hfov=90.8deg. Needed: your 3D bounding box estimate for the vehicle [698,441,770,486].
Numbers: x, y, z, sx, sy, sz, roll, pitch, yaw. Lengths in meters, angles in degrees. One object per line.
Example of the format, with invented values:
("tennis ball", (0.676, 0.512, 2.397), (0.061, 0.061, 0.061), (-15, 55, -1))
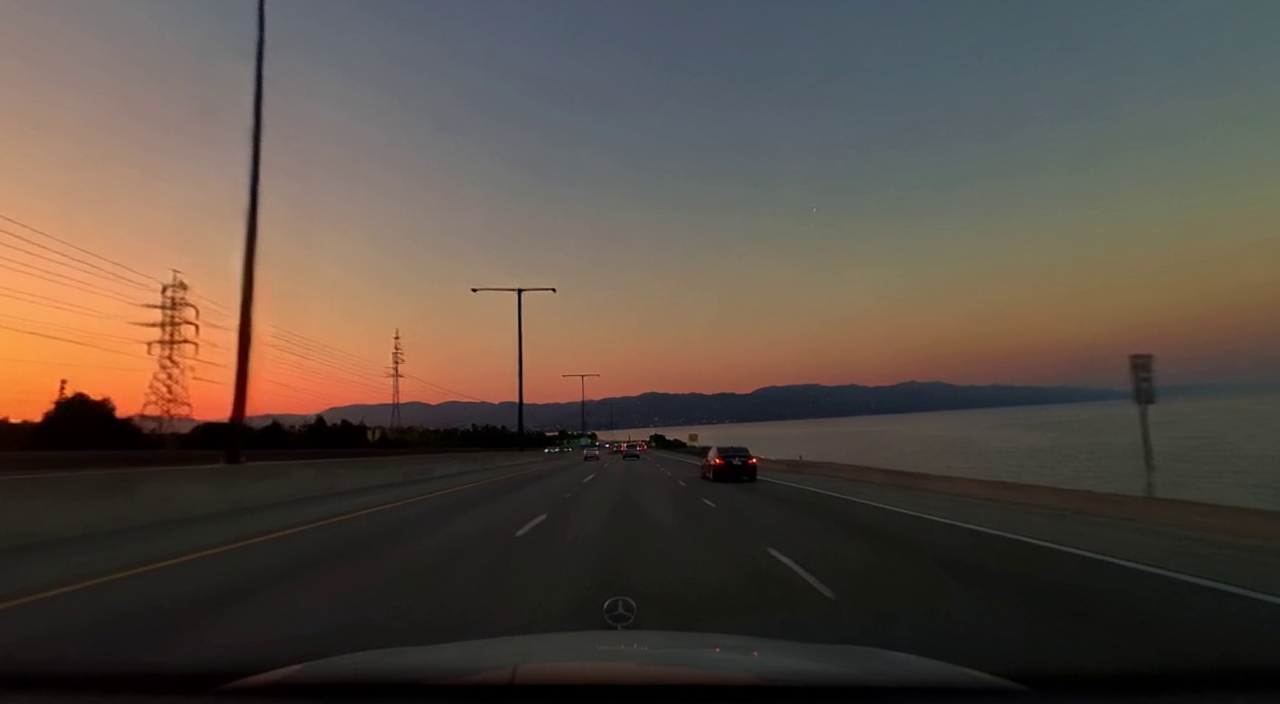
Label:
("vehicle", (3.390, 4.106, 23.583), (1.890, 1.490, 4.373), (0, -8, -1))
